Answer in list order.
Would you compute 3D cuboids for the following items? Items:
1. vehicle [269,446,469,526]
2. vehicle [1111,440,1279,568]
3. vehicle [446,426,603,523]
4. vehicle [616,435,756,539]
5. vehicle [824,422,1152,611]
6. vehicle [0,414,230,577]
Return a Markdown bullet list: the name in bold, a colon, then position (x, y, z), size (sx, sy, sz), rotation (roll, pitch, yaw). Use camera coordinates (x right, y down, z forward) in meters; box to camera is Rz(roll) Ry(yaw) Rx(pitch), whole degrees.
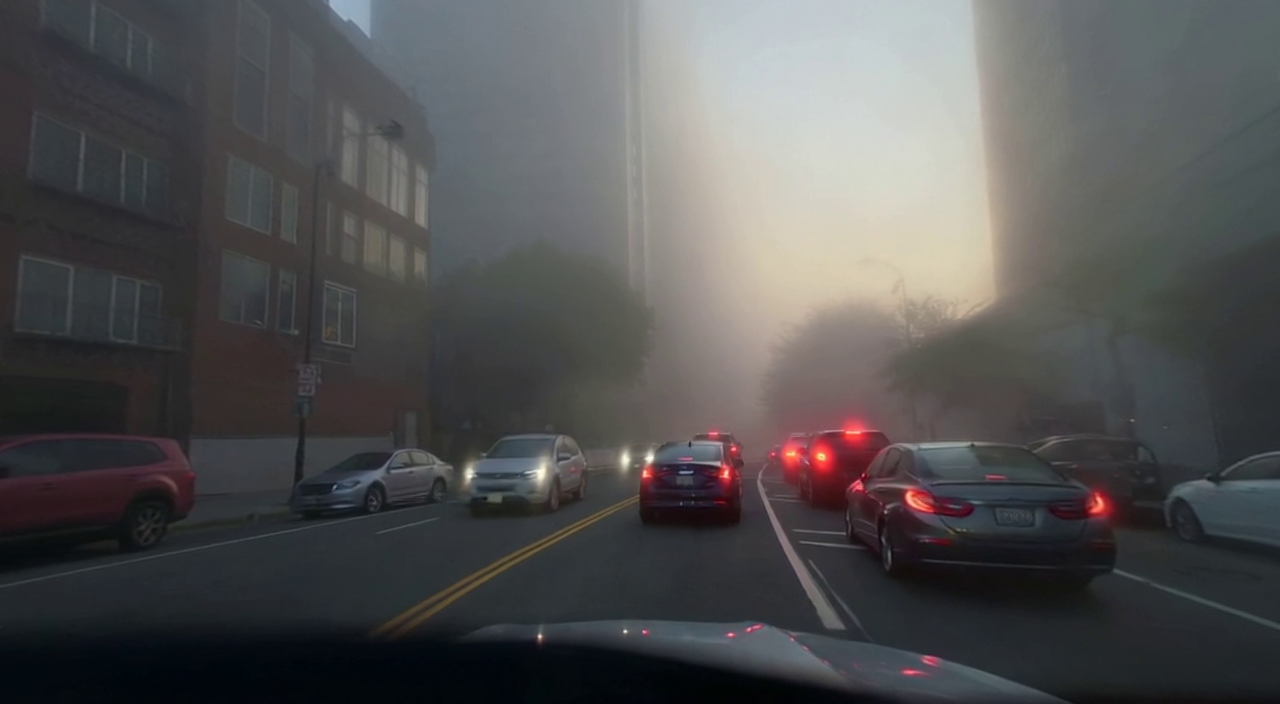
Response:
- **vehicle**: position (-5.899, 2.916, 14.440), size (1.928, 1.503, 4.322), rotation (-2, -9, 13)
- **vehicle**: position (8.622, 1.908, 8.205), size (1.901, 1.500, 4.729), rotation (-1, -8, 9)
- **vehicle**: position (-2.270, 2.562, 13.817), size (2.030, 1.730, 4.453), rotation (-1, -8, 8)
- **vehicle**: position (0.927, 2.232, 11.086), size (2.031, 1.461, 3.763), rotation (-1, -8, 9)
- **vehicle**: position (3.466, 1.656, 7.362), size (1.982, 1.510, 4.144), rotation (-1, -8, 9)
- **vehicle**: position (-7.860, 1.829, 7.943), size (1.934, 1.770, 4.546), rotation (-9, -9, 8)
